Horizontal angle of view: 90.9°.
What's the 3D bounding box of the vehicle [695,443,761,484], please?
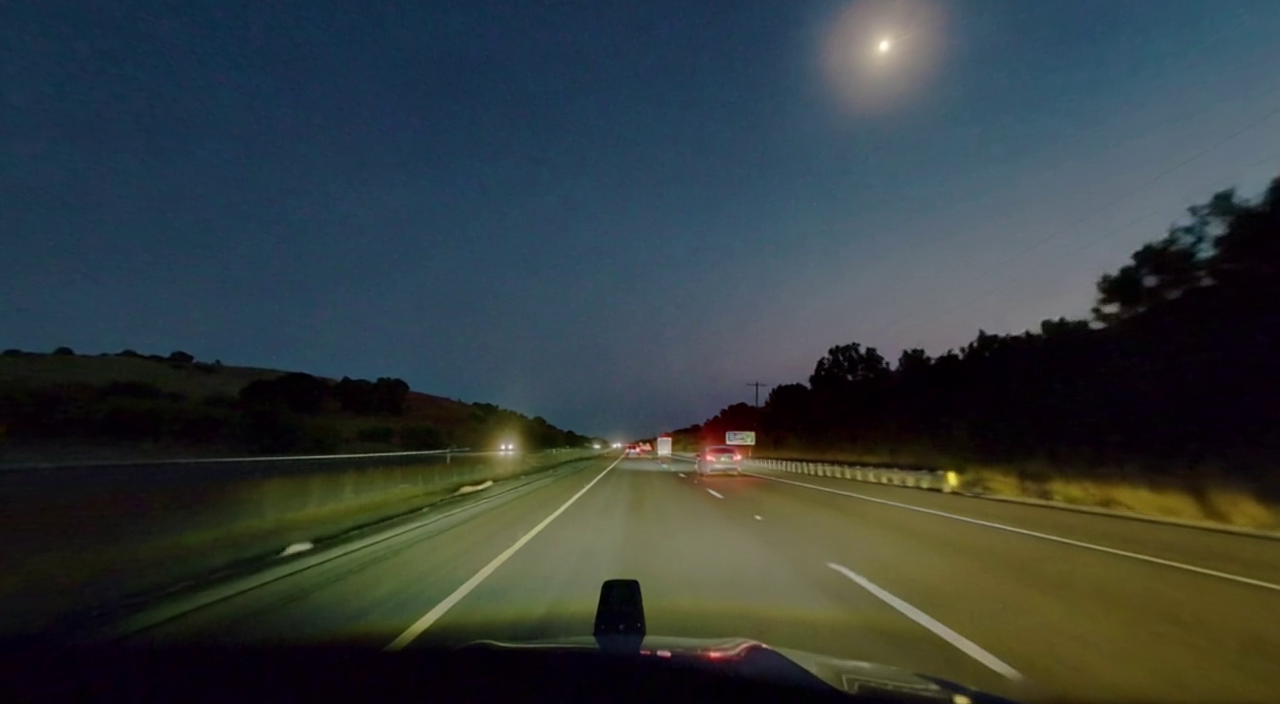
[{"bbox_3d":[3.540,4.558,26.228,1.960,1.516,4.657,0,-8,-1],"label":"vehicle"}]
